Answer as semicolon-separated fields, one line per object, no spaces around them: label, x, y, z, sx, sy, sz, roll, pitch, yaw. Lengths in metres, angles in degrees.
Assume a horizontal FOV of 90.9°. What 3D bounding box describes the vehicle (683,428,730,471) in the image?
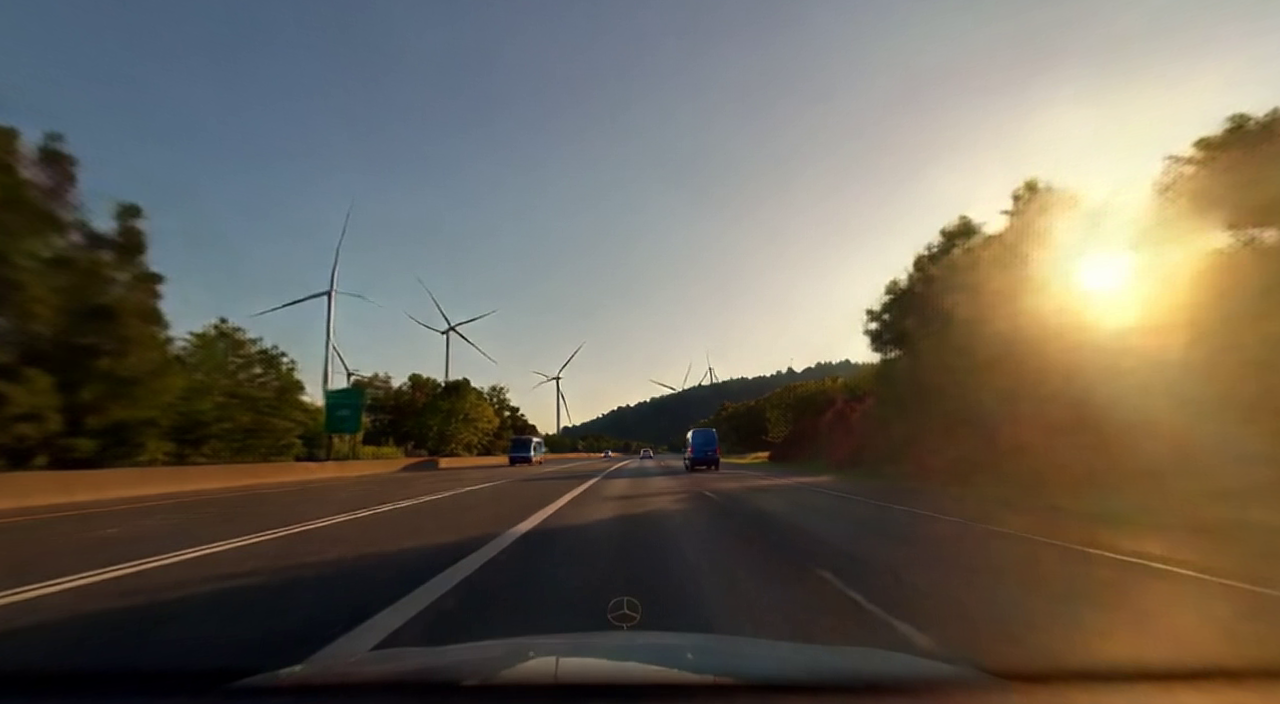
vehicle;4.376;6.591;42.674;2.437;2.735;5.507;0;-9;-1
